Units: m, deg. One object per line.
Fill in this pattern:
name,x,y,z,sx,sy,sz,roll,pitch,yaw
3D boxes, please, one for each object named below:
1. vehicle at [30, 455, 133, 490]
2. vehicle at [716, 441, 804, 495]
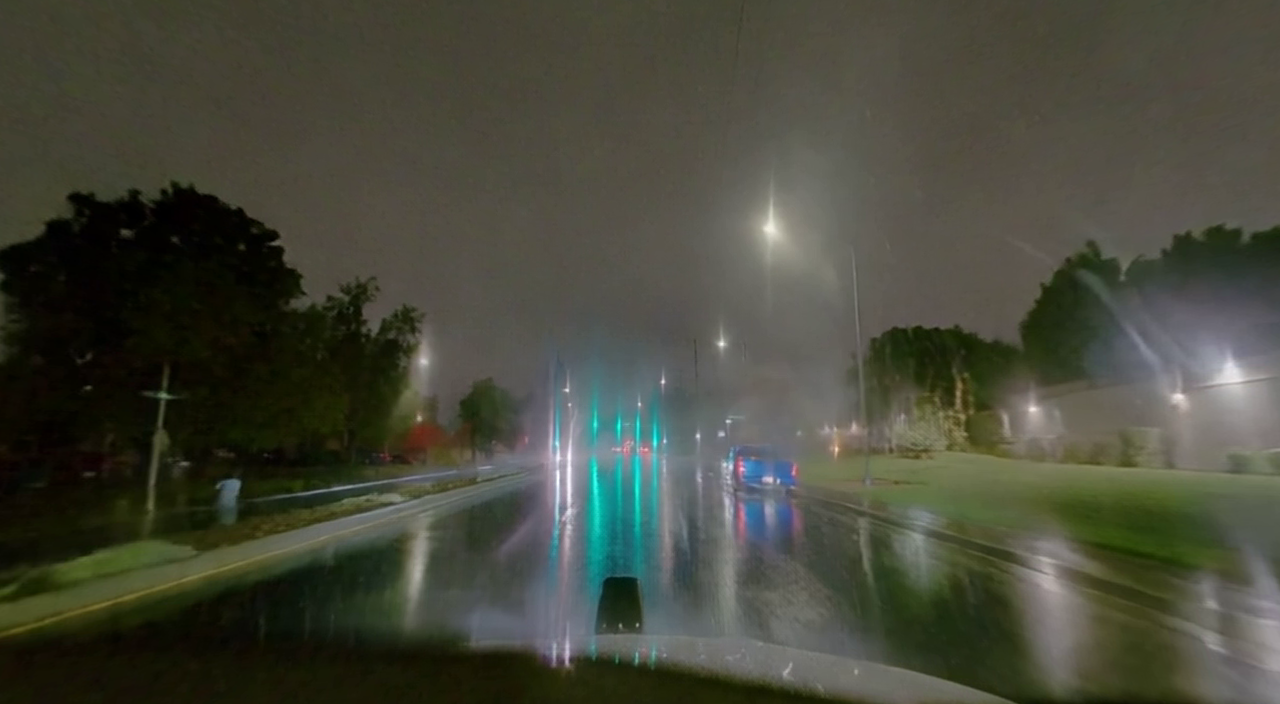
vehicle,-27.671,5.936,31.510,1.753,1.424,4.492,-2,-8,-11
vehicle,3.712,3.649,20.332,1.942,1.502,4.244,0,-8,-1
